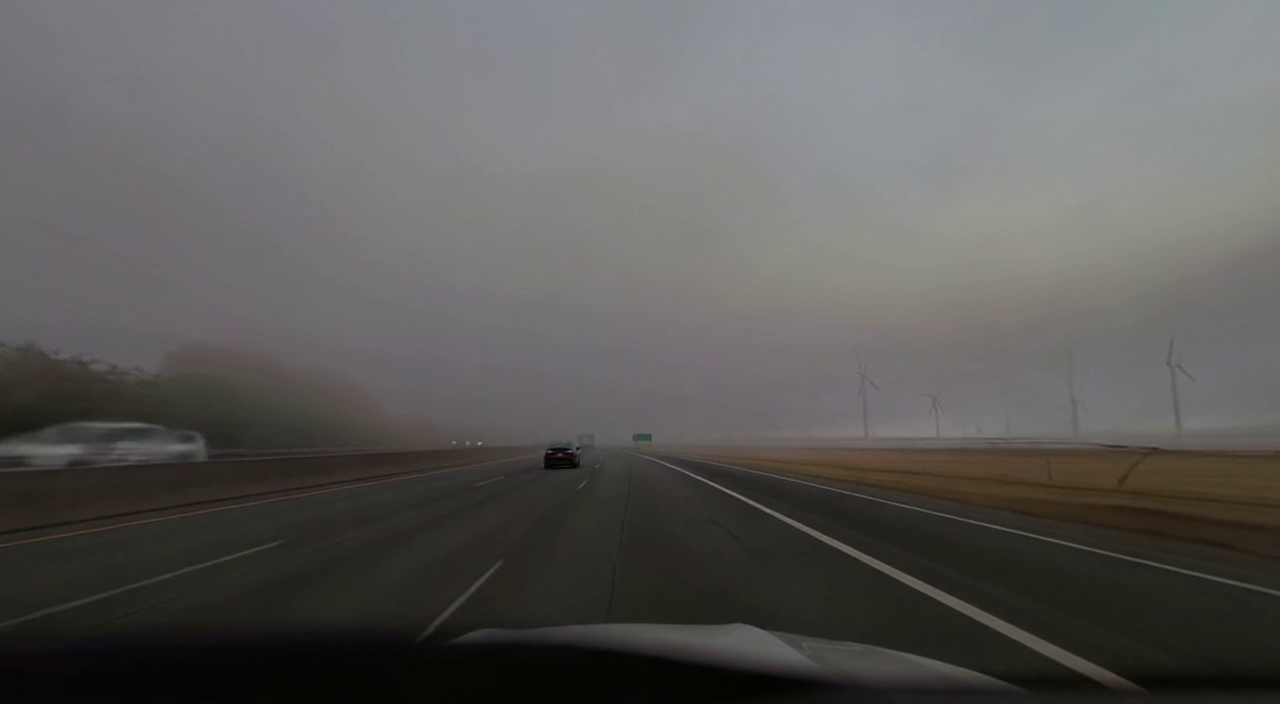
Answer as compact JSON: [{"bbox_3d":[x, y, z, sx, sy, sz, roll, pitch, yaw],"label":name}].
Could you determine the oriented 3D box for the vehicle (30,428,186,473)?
[{"bbox_3d":[-19.203,3.567,23.076,1.788,1.453,4.611,0,-8,-2],"label":"vehicle"}]

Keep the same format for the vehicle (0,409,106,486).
[{"bbox_3d":[-15.369,2.205,14.485,2.223,1.682,4.489,0,-8,-1],"label":"vehicle"}]

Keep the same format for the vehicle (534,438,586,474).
[{"bbox_3d":[-3.767,4.952,30.293,2.053,1.549,4.097,0,-8,-2],"label":"vehicle"}]
